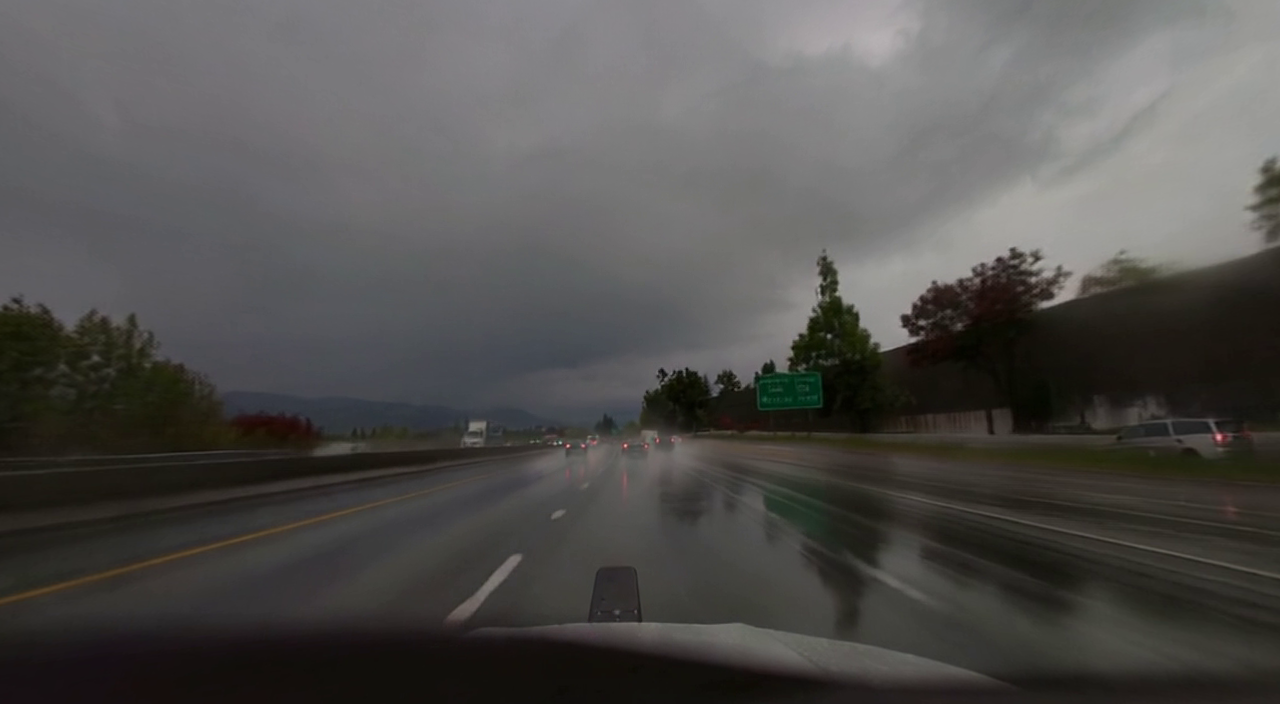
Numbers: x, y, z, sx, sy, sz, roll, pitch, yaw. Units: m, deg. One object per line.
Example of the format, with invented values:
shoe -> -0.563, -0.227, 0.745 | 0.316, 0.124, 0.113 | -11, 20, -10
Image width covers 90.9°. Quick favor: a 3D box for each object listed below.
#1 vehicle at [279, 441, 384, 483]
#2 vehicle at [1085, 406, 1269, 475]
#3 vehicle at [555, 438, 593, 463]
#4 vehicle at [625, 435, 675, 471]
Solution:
vehicle -> -11.996, 4.290, 24.925 | 1.918, 1.464, 4.587 | 0, -8, -1
vehicle -> 22.050, 3.720, 26.411 | 2.232, 2.540, 6.015 | 0, -8, -1
vehicle -> -4.039, 6.115, 39.227 | 2.014, 1.471, 4.380 | 0, -8, -1
vehicle -> 0.390, 4.696, 29.506 | 2.086, 1.554, 3.875 | 0, -8, -2
